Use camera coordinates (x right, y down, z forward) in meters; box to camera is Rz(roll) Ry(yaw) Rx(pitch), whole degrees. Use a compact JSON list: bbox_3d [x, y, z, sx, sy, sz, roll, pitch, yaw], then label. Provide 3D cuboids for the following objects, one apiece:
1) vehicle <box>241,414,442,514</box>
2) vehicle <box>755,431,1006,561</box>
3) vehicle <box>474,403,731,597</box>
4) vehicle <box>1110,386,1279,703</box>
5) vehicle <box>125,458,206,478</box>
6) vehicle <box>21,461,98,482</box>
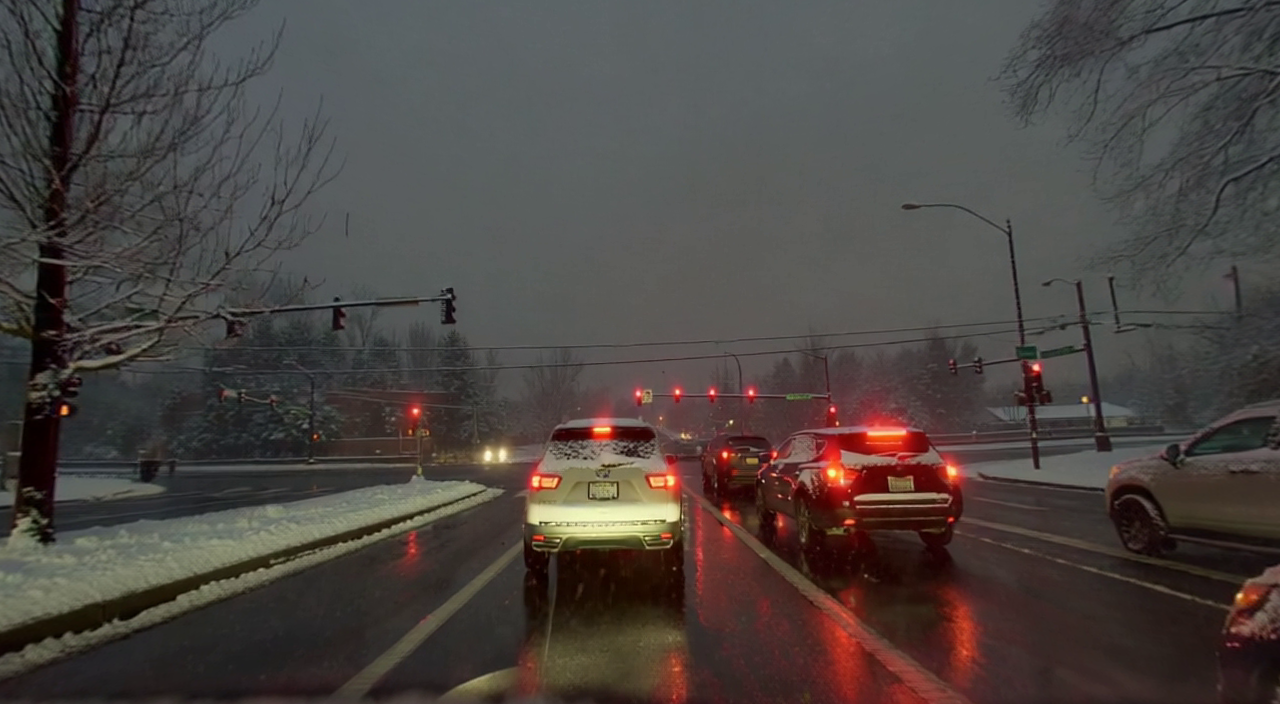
[{"bbox_3d":[-6.722,2.588,14.986,2.214,1.953,5.017,0,-9,1],"label":"vehicle"},{"bbox_3d":[3.166,1.986,9.469,1.971,1.473,4.495,0,-9,0],"label":"vehicle"},{"bbox_3d":[-0.310,1.604,7.625,2.256,1.694,4.055,0,-9,1],"label":"vehicle"},{"bbox_3d":[3.303,0.673,0.839,1.980,1.515,4.362,0,-9,1],"label":"vehicle"},{"bbox_3d":[-37.334,9.148,49.461,4.914,1.487,1.850,0,-9,1],"label":"vehicle"},{"bbox_3d":[-45.662,9.387,49.385,4.232,1.498,1.791,0,-9,1],"label":"vehicle"}]
